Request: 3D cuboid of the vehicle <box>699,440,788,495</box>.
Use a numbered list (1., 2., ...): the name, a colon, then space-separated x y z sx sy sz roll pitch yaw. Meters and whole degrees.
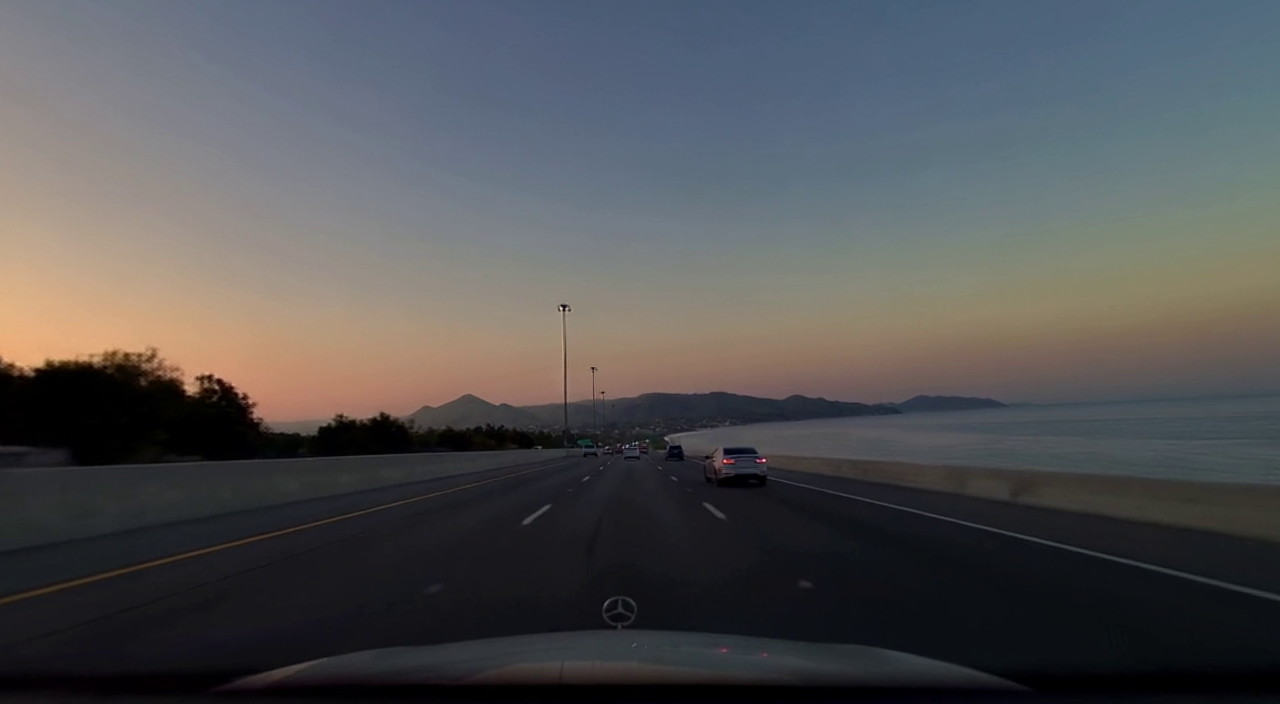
1. vehicle: 3.047 3.486 19.490 1.890 1.490 4.373 0 -8 -1
